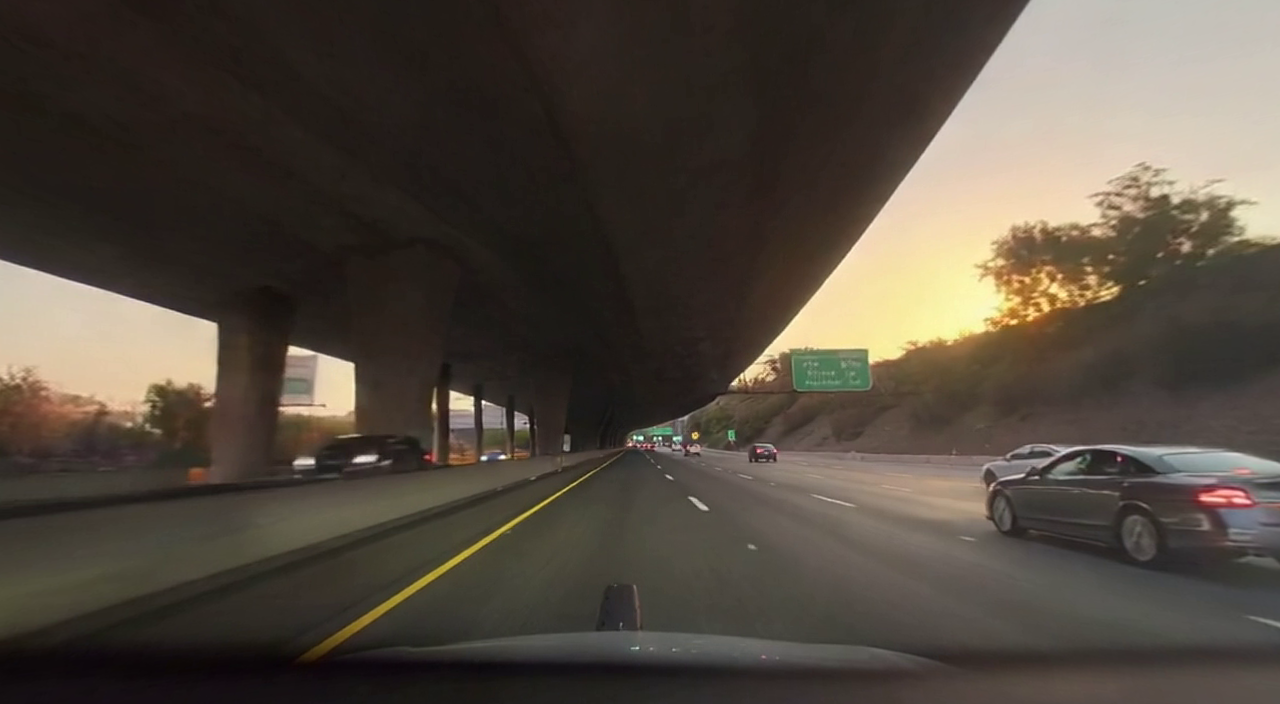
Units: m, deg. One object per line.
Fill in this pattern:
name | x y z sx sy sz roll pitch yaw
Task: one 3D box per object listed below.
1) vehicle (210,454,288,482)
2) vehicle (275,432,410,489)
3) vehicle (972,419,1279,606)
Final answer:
vehicle | -23.134 6.858 37.623 1.848 1.468 4.461 0 -8 -1
vehicle | -8.791 3.211 19.174 1.884 1.485 4.376 0 -8 1
vehicle | 5.992 1.611 7.254 1.821 1.470 4.633 0 -9 0
